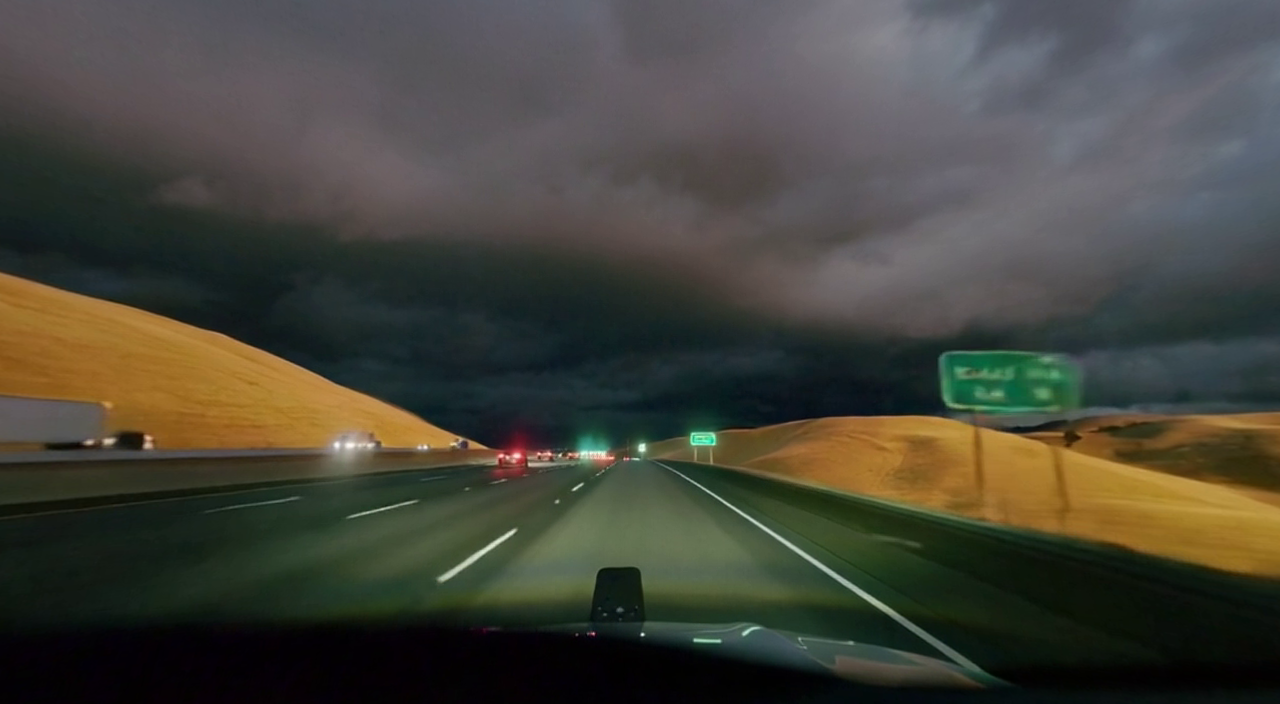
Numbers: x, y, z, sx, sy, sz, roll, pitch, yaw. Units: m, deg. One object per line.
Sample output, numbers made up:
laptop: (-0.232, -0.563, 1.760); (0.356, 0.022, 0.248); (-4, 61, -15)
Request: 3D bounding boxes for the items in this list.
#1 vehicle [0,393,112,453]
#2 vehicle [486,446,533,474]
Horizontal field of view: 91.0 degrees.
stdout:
vehicle: (-44.587, 4.899, 43.271); (2.908, 4.006, 16.541); (1, -9, -3)
vehicle: (-8.086, 6.744, 39.487); (2.045, 1.624, 4.338); (0, -9, -1)
